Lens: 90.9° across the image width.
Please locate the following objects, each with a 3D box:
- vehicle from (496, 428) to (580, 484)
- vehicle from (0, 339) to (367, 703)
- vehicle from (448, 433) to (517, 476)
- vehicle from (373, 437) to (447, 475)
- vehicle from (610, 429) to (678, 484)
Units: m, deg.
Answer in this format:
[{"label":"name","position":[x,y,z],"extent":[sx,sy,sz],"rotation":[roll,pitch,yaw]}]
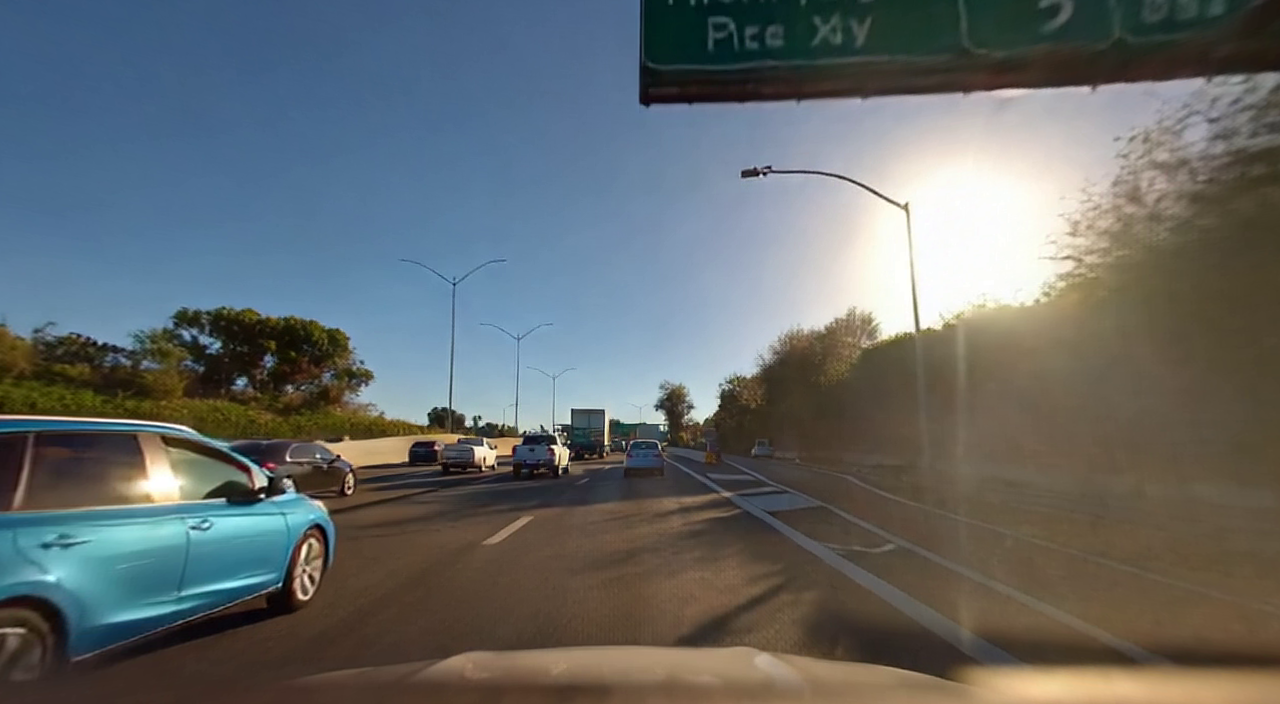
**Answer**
[{"label":"vehicle","position":[-3.517,3.695,22.654],"extent":[2.125,1.792,4.466],"rotation":[0,-8,2]},{"label":"vehicle","position":[-3.472,0.944,3.197],"extent":[2.209,1.711,4.296],"rotation":[0,-8,0]},{"label":"vehicle","position":[-7.005,4.623,28.566],"extent":[1.998,1.770,4.222],"rotation":[0,-8,0]},{"label":"vehicle","position":[-10.894,4.958,30.229],"extent":[1.894,1.669,4.251],"rotation":[0,-8,0]},{"label":"vehicle","position":[0.141,3.619,22.030],"extent":[2.180,1.716,3.920],"rotation":[0,-8,0]}]
